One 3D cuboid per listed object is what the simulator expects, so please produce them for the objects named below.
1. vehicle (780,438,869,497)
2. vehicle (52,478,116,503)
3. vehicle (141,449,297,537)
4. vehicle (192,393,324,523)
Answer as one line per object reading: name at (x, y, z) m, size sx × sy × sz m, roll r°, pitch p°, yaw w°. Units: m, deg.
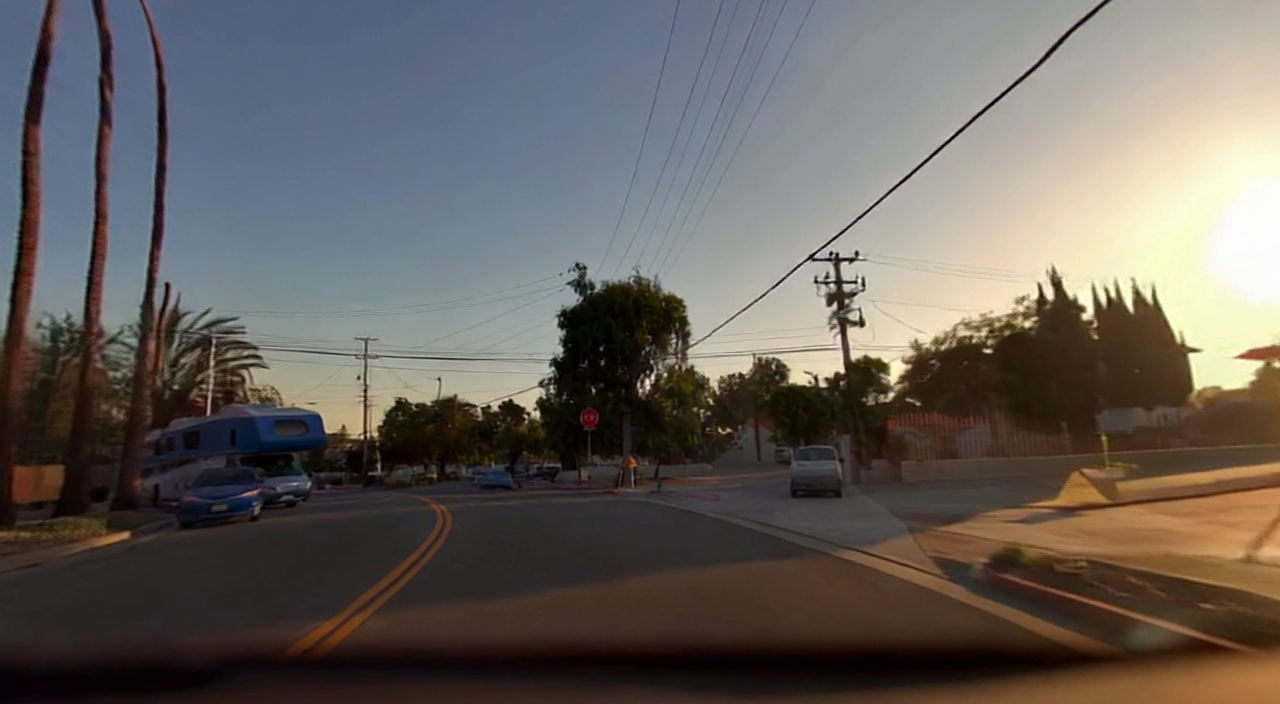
vehicle at (6.858, 4.269, 24.244) m, size 2.508 × 1.887 × 5.930 m, roll -1°, pitch -7°, yaw 9°
vehicle at (-39.936, 9.930, 45.355) m, size 3.837 × 1.431 × 1.754 m, roll -3°, pitch -7°, yaw 20°
vehicle at (-9.912, 3.241, 15.368) m, size 2.103 × 1.599 × 4.865 m, roll 3°, pitch -8°, yaw -22°
vehicle at (-14.391, 3.769, 24.008) m, size 3.216 × 3.720 × 11.364 m, roll 4°, pitch -8°, yaw -31°
